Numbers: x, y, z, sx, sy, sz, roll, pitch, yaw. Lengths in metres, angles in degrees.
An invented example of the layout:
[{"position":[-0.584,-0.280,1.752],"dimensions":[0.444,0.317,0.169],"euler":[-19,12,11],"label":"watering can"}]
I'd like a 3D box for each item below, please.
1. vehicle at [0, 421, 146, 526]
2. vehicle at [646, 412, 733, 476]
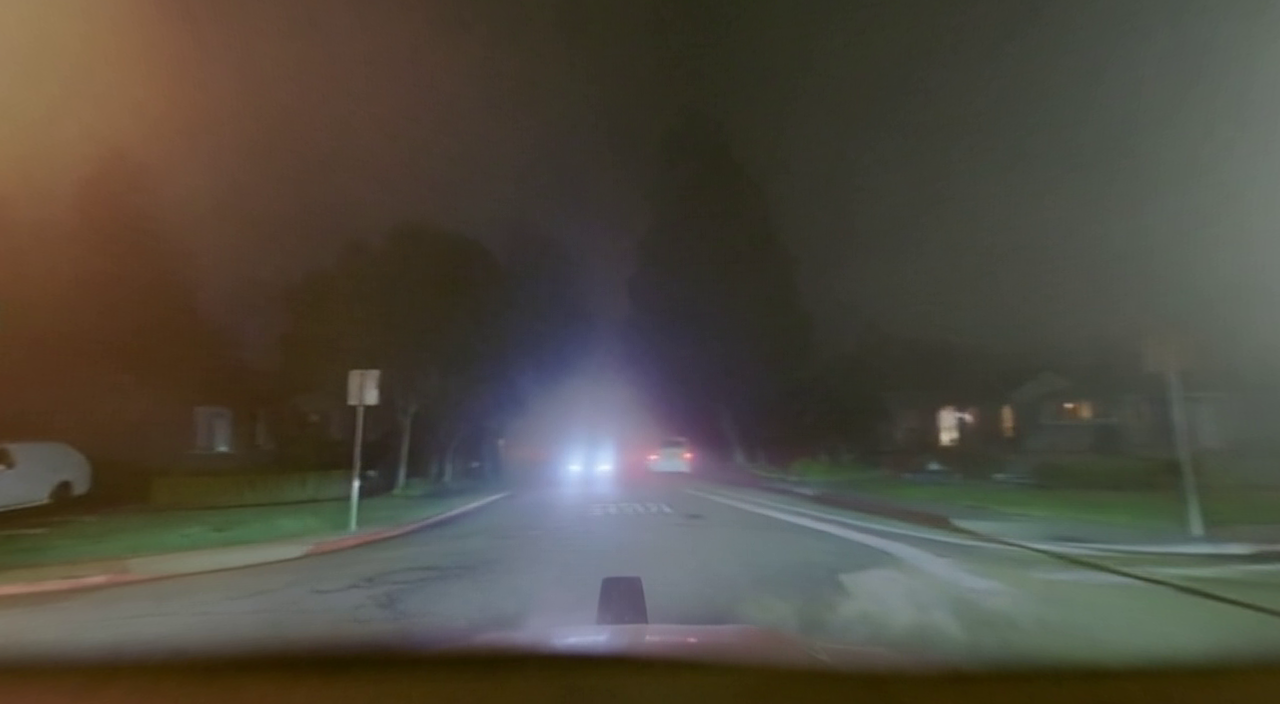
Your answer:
[{"position":[-13.195,2.403,12.830],"dimensions":[2.286,1.915,5.980],"euler":[2,-8,-10],"label":"vehicle"},{"position":[2.506,4.862,34.213],"dimensions":[2.718,3.089,6.380],"euler":[1,-7,-15],"label":"vehicle"}]
